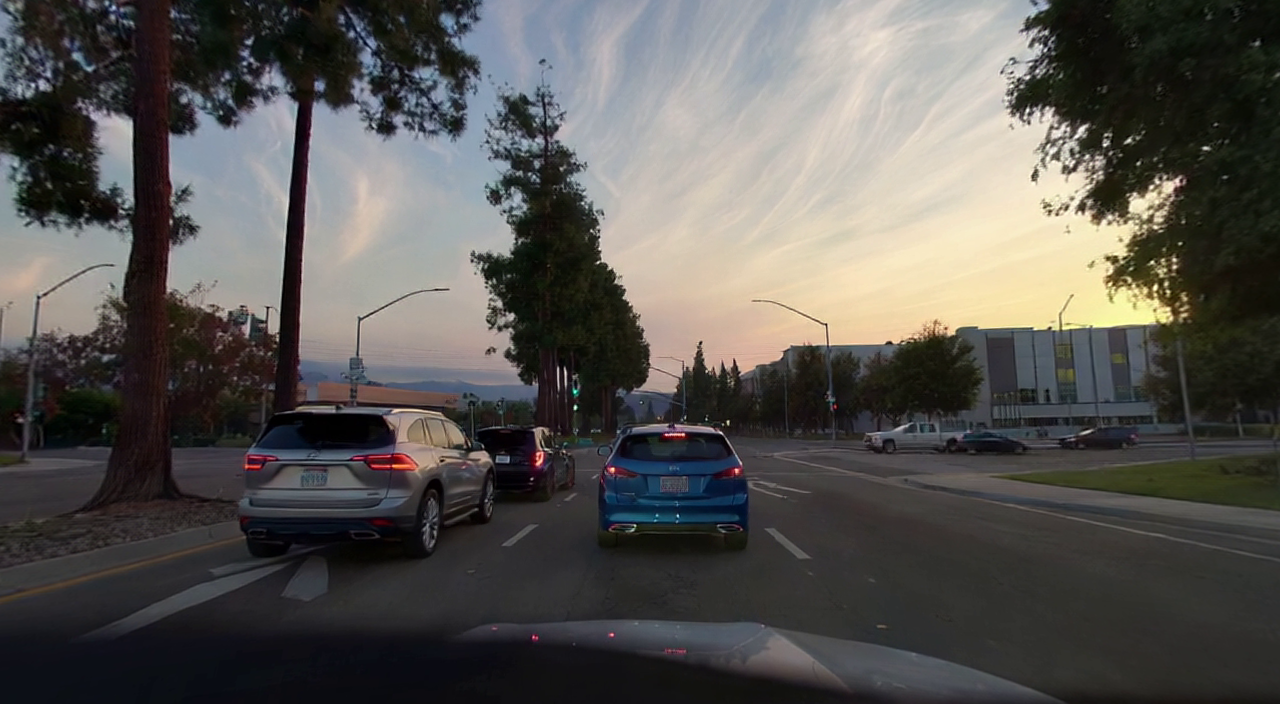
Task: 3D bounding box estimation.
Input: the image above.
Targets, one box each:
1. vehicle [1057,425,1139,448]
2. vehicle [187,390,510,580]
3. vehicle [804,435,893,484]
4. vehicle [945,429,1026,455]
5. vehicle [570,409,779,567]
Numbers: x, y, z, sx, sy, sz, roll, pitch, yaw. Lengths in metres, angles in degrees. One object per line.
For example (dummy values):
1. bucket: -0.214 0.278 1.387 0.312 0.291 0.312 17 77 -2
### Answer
1. vehicle: 33.450 6.248 46.143 4.632 1.580 1.801 -5 -10 30
2. vehicle: -3.254 1.595 8.283 2.085 1.812 4.388 0 -8 0
3. vehicle: 7.449 3.861 22.972 2.067 1.599 4.251 -1 -8 5
4. vehicle: 23.293 6.090 42.652 4.629 1.687 1.824 -4 -9 24
5. vehicle: 0.386 1.746 8.774 2.189 1.649 4.171 0 -8 1
